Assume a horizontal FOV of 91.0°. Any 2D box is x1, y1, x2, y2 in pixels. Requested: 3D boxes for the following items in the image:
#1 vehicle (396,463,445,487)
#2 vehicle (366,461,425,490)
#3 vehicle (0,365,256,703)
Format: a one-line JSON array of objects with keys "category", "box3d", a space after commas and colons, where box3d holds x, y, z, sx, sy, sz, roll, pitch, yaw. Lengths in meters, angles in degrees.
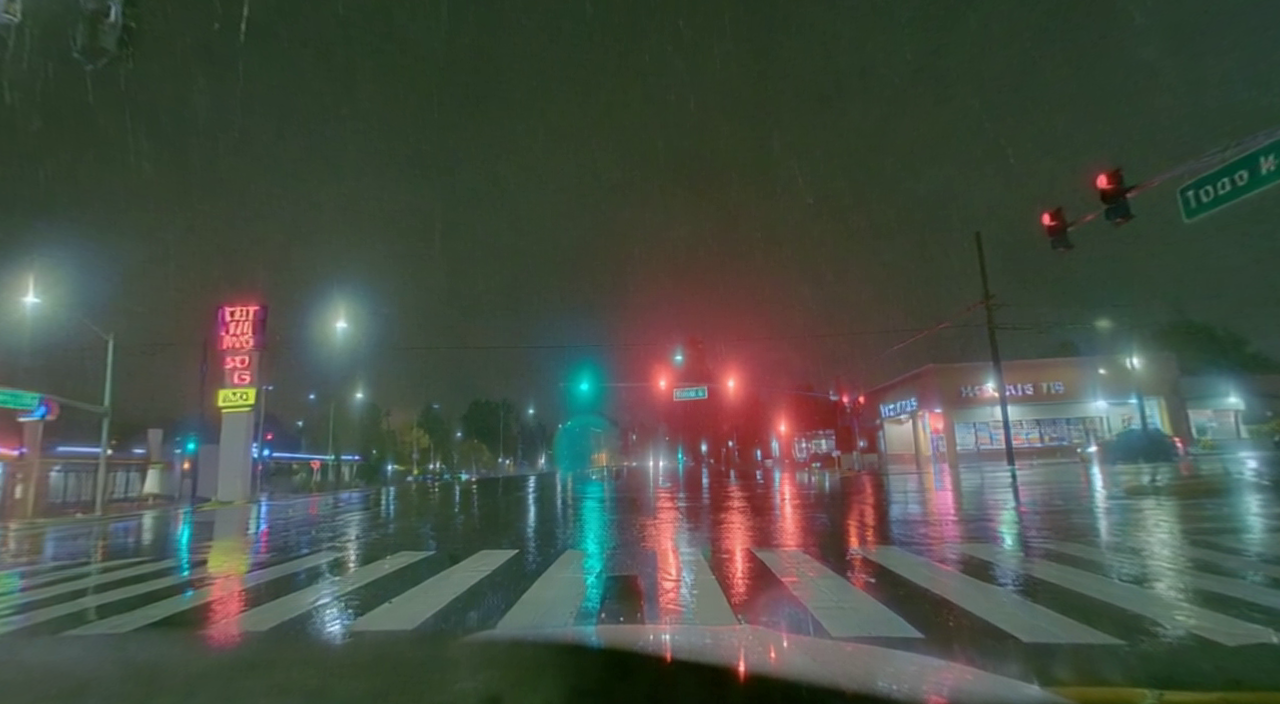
[{"category": "vehicle", "box3d": [-15.757, 8.828, 45.407, 1.931, 1.471, 4.152, 0, -9, 1]}, {"category": "vehicle", "box3d": [-19.217, 9.717, 49.823, 2.227, 2.033, 5.614, 0, -9, 1]}, {"category": "vehicle", "box3d": [-3.409, 0.743, 1.412, 2.081, 1.644, 4.523, 0, -9, 2]}]
